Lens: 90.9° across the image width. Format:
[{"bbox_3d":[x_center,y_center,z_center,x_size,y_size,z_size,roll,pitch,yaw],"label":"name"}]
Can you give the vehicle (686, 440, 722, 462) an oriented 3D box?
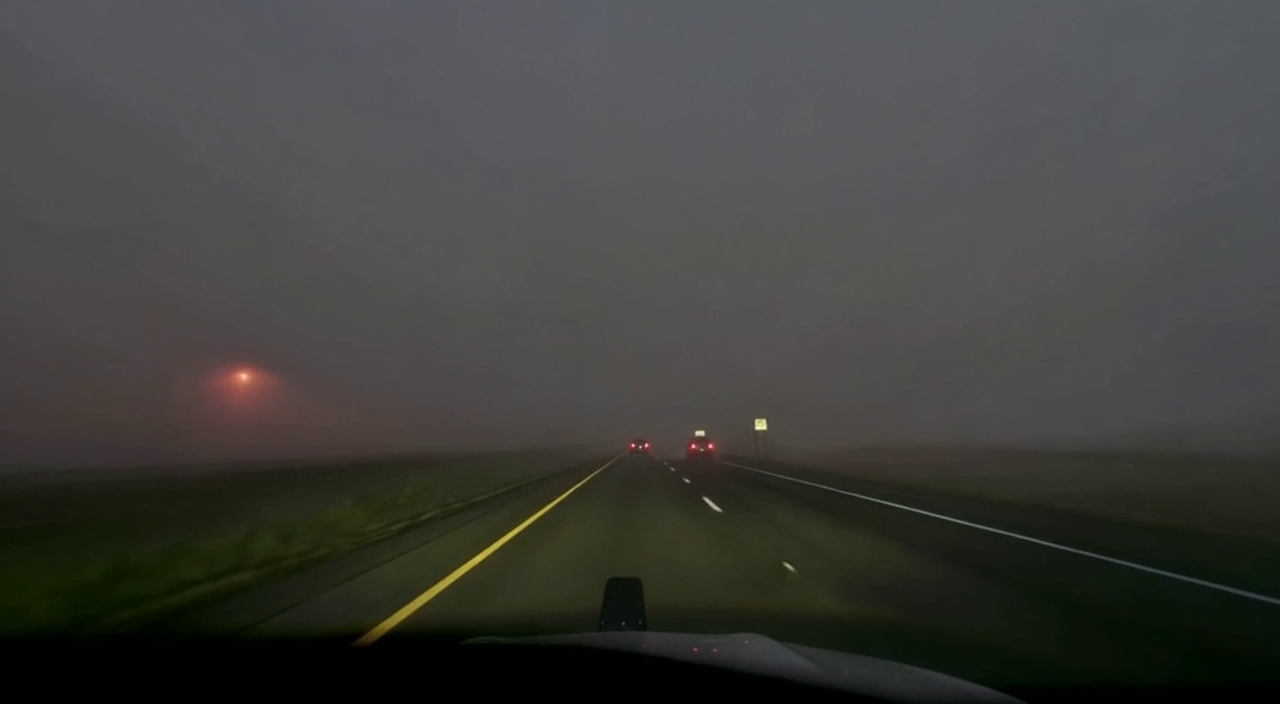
[{"bbox_3d":[4.519,7.064,45.194,2.012,1.476,4.256,0,-8,-2],"label":"vehicle"}]
